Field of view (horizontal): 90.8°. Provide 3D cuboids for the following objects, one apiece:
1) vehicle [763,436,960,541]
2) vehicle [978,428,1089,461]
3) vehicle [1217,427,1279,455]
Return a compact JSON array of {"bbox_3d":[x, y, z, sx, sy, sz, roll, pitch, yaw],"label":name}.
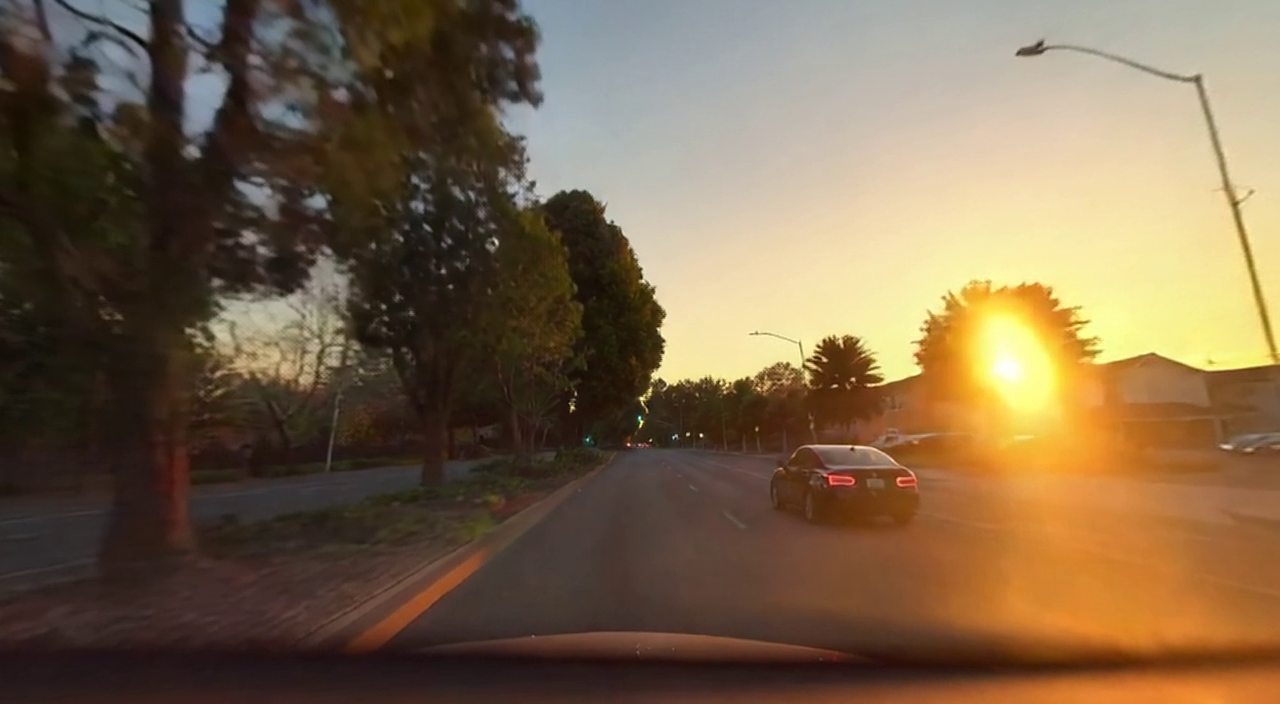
[{"bbox_3d":[3.525,2.236,10.985,1.852,1.453,4.083,0,-9,-1],"label":"vehicle"},{"bbox_3d":[25.485,6.002,41.055,5.672,1.841,2.092,-2,-7,0],"label":"vehicle"},{"bbox_3d":[41.524,5.911,41.981,4.176,1.781,2.144,0,-9,-1],"label":"vehicle"}]
